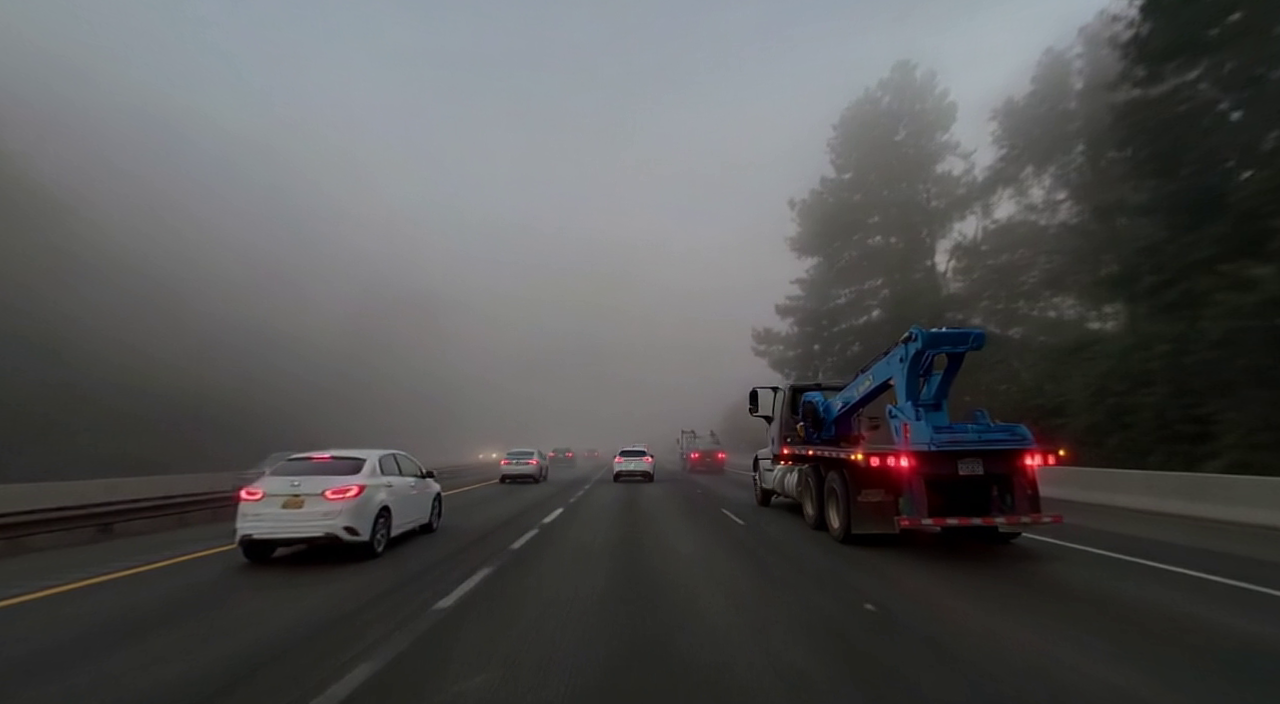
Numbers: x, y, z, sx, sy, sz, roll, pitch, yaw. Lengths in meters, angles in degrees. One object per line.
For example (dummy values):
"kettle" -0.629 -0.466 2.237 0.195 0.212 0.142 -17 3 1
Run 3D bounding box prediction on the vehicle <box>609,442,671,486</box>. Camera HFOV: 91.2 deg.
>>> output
"vehicle" -0.051 4.226 23.903 2.150 1.498 3.988 0 -9 -2

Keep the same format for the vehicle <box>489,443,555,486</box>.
"vehicle" -4.597 4.429 24.957 1.858 1.527 3.974 0 -9 0

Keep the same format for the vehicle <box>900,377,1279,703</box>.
"vehicle" 4.076 1.081 3.699 2.599 1.631 5.693 0 -9 0

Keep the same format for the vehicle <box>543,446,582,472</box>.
"vehicle" -4.812 6.689 39.268 1.924 1.481 4.264 0 -9 0

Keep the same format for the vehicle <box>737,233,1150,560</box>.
"vehicle" 3.924 1.075 11.114 2.975 3.618 8.456 0 -9 0

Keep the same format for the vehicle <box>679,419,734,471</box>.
"vehicle" 3.866 5.634 37.940 2.416 2.829 7.016 0 -9 -1

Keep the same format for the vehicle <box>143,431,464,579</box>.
"vehicle" -4.156 1.959 8.911 1.880 1.507 4.757 0 -9 1
